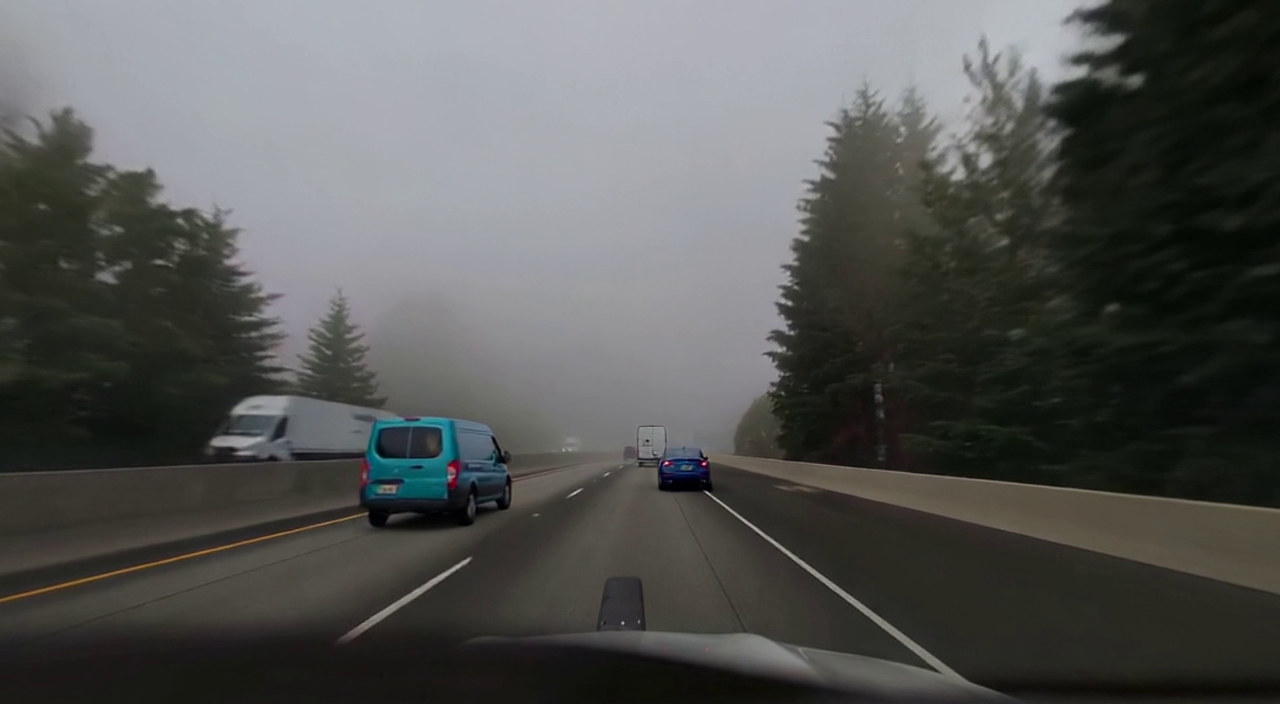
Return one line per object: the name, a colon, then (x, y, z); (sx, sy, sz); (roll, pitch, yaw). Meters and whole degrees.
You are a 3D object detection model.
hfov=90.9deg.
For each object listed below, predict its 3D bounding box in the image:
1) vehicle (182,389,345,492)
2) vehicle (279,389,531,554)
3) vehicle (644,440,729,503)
vehicle: (-17.342, 4.238, 29.843); (3.026, 4.268, 7.131); (-1, -9, 1)
vehicle: (-3.348, 1.864, 10.380); (2.217, 2.033, 4.975); (0, -9, 0)
vehicle: (1.129, 3.172, 17.058); (2.012, 1.485, 3.649); (0, -9, 0)
